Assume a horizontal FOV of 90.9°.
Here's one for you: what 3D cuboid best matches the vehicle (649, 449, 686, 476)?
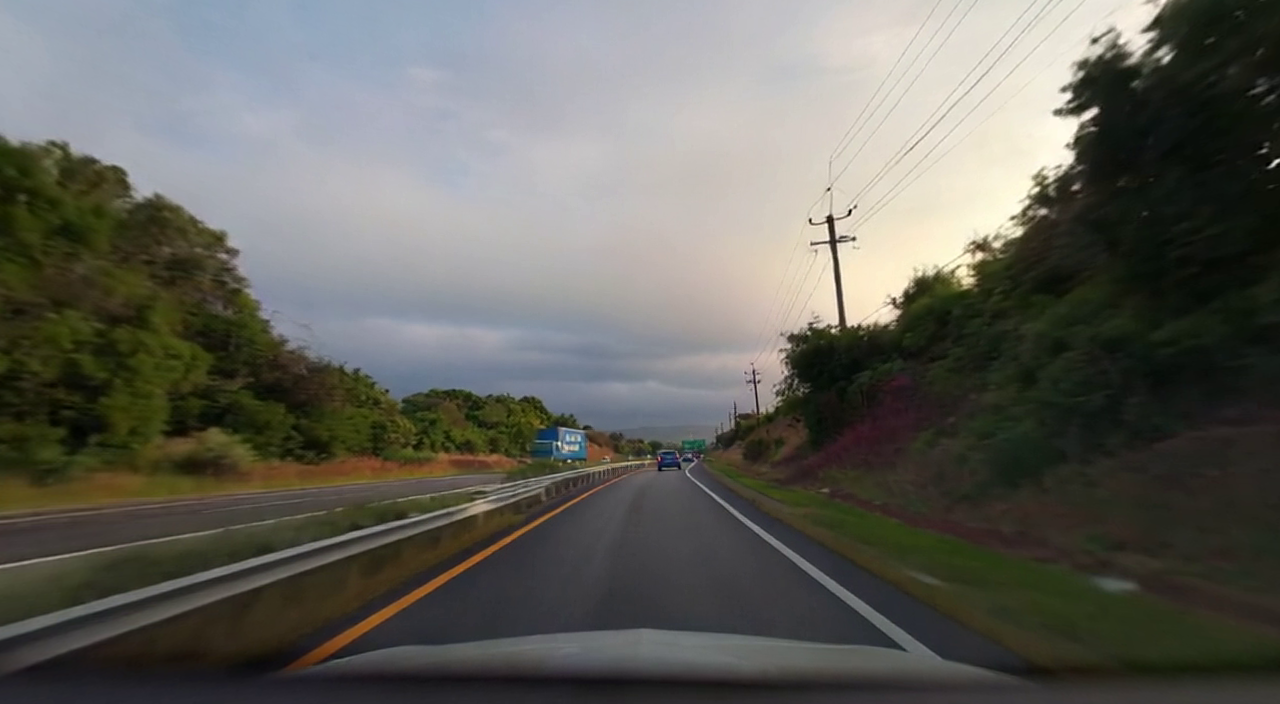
[{"bbox_3d":[1.676,6.577,37.723,2.080,1.486,3.813,-1,-9,3],"label":"vehicle"}]
